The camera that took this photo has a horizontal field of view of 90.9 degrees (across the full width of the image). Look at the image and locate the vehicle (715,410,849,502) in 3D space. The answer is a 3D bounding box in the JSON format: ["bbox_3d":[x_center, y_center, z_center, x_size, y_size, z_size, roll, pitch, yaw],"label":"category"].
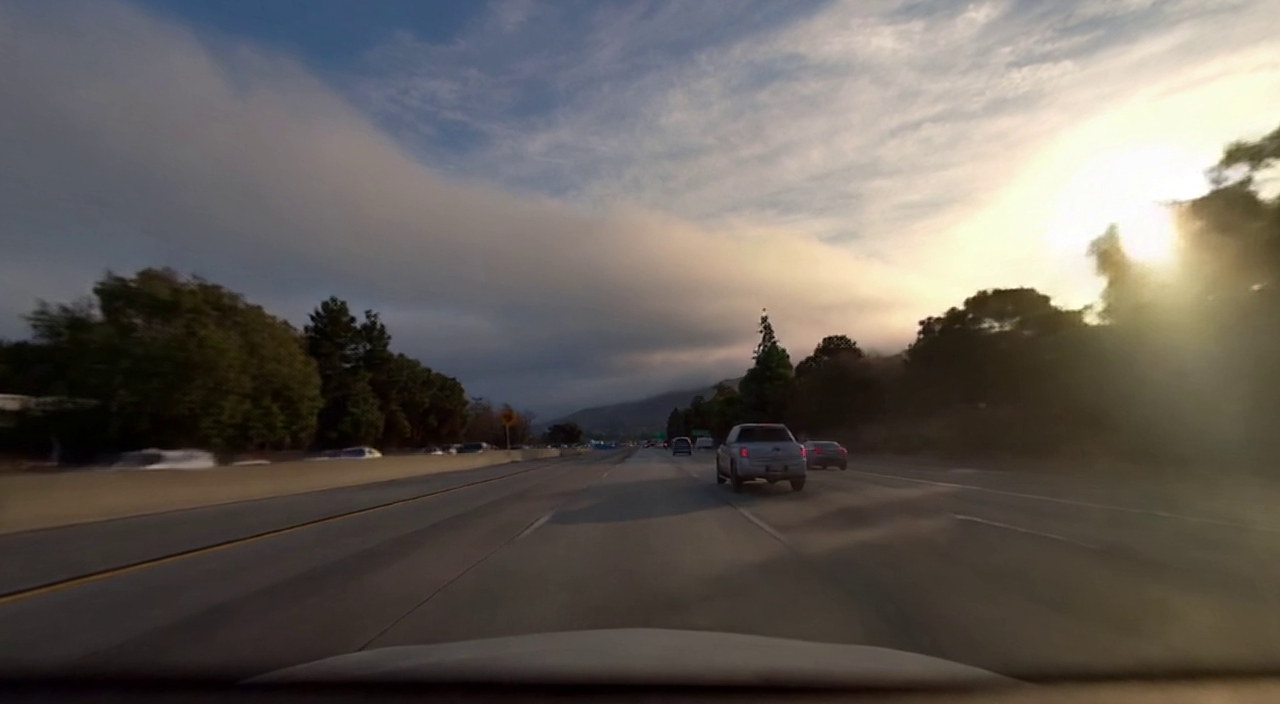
[{"bbox_3d":[3.447,2.700,16.731,2.218,1.964,5.662,-1,-8,0],"label":"vehicle"}]

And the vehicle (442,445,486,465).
[{"bbox_3d":[-13.576,7.945,48.876,1.930,1.493,4.830,-1,-8,1],"label":"vehicle"}]

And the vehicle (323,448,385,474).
[{"bbox_3d":[-17.632,6.698,39.093,1.869,1.457,4.240,-1,-8,0],"label":"vehicle"}]

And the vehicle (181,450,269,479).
[{"bbox_3d":[-24.886,6.738,38.048,1.935,1.520,4.897,-1,-8,1],"label":"vehicle"}]

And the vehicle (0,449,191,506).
[{"bbox_3d":[-16.394,3.751,19.378,1.865,1.466,4.452,-1,-8,1],"label":"vehicle"}]
